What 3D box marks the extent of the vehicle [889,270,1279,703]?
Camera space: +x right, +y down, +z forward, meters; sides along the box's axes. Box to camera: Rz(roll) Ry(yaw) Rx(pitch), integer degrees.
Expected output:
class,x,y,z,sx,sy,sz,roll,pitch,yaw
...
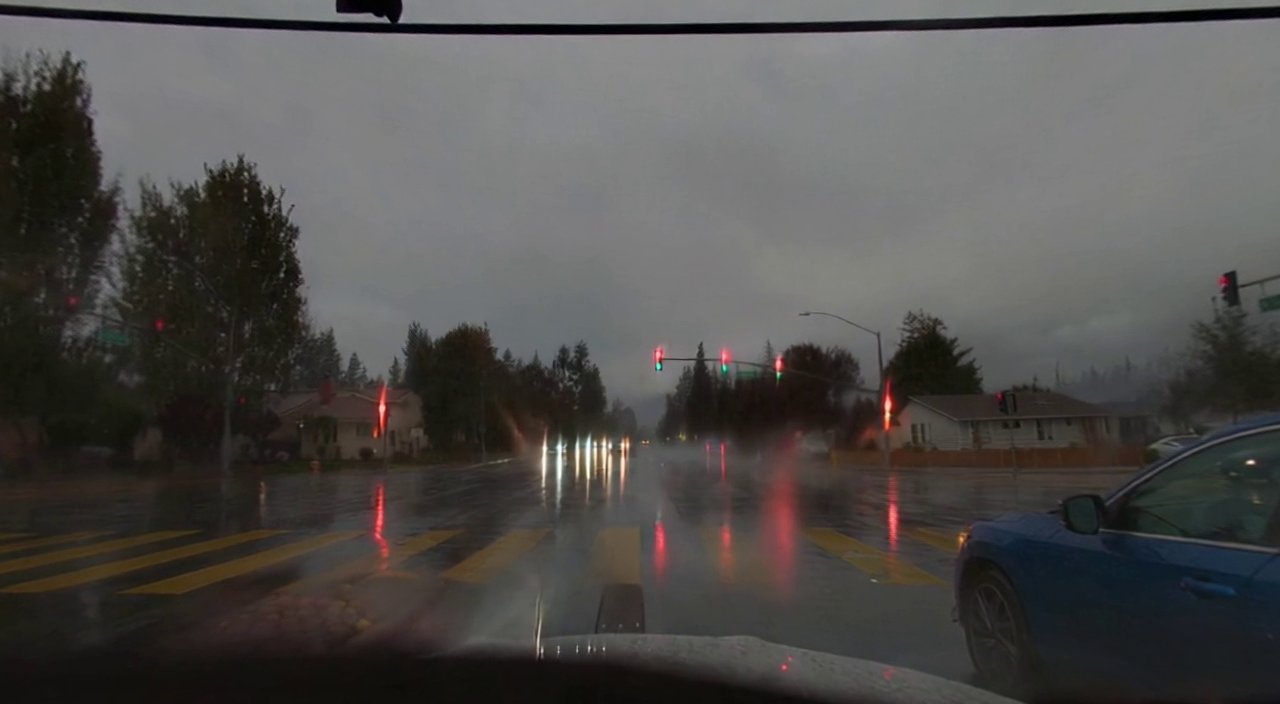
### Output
class,x,y,z,sx,sy,sz,roll,pitch,yaw
vehicle,2.709,0.709,1.722,2.085,1.800,4.908,0,-9,1

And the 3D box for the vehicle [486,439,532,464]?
class,x,y,z,sx,sy,sz,roll,pitch,yaw
vehicle,-8.949,6.858,43.629,2.028,1.654,5.027,0,-9,1

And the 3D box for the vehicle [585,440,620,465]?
class,x,y,z,sx,sy,sz,roll,pitch,yaw
vehicle,-2.392,6.600,41.607,2.046,1.491,4.118,0,-9,0

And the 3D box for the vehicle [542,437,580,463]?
class,x,y,z,sx,sy,sz,roll,pitch,yaw
vehicle,-5.529,6.910,44.479,2.091,1.707,4.157,0,-9,1
